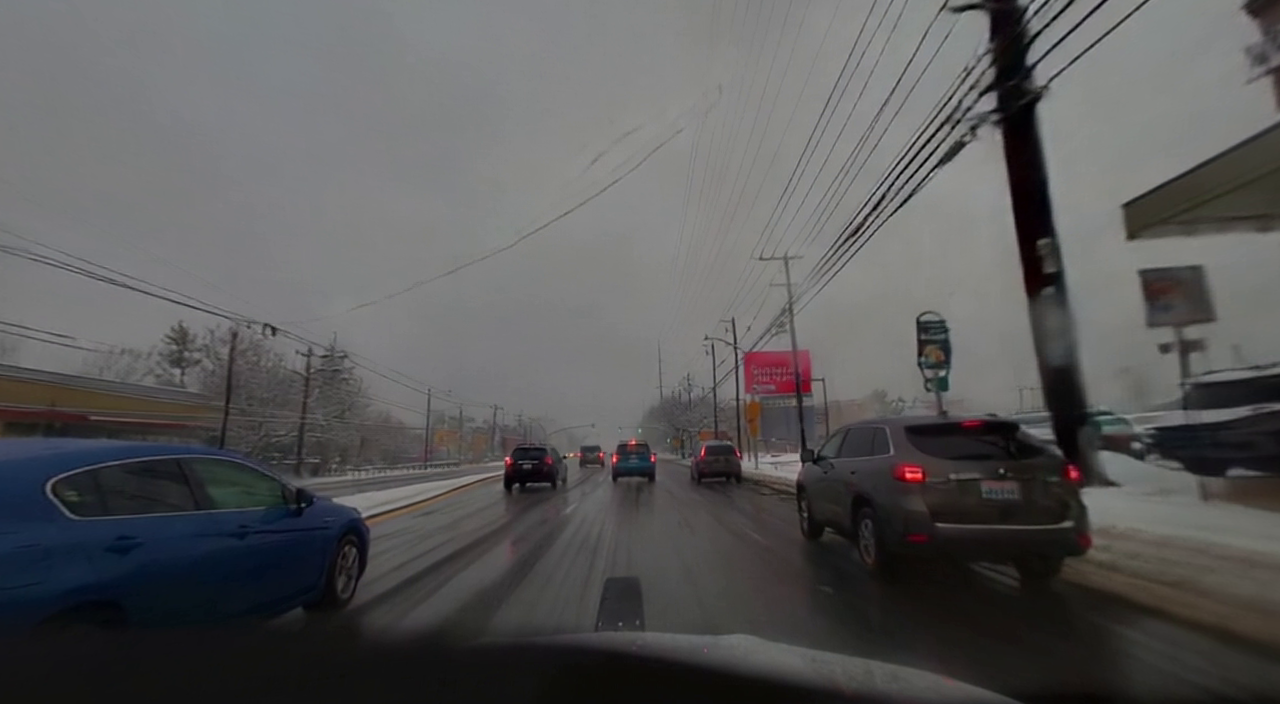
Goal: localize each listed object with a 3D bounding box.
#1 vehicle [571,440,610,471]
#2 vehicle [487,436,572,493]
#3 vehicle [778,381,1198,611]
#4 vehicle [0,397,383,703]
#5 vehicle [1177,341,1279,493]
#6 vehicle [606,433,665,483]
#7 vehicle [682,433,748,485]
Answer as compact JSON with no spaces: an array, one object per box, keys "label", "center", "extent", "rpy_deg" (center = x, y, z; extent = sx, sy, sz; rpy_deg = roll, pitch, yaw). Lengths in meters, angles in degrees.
[{"label":"vehicle","center":[-3.492,7.410,45.525],"extent":[2.405,2.009,5.909],"rpy_deg":[0,-8,-1]},{"label":"vehicle","center":[-3.493,3.635,20.717],"extent":[2.051,1.671,3.861],"rpy_deg":[0,-8,0]},{"label":"vehicle","center":[3.429,1.548,7.771],"extent":[2.282,1.897,4.915],"rpy_deg":[0,-8,-1]},{"label":"vehicle","center":[-3.232,1.061,3.175],"extent":[2.022,1.498,4.471],"rpy_deg":[0,-8,-1]},{"label":"vehicle","center":[12.579,1.062,10.594],"extent":[2.477,2.665,5.203],"rpy_deg":[0,-8,1]},{"label":"vehicle","center":[-0.232,4.490,27.059],"extent":[2.326,1.925,4.253],"rpy_deg":[0,-8,-1]},{"label":"vehicle","center":[2.919,4.276,25.534],"extent":[2.026,1.904,4.102],"rpy_deg":[0,-8,-1]}]
